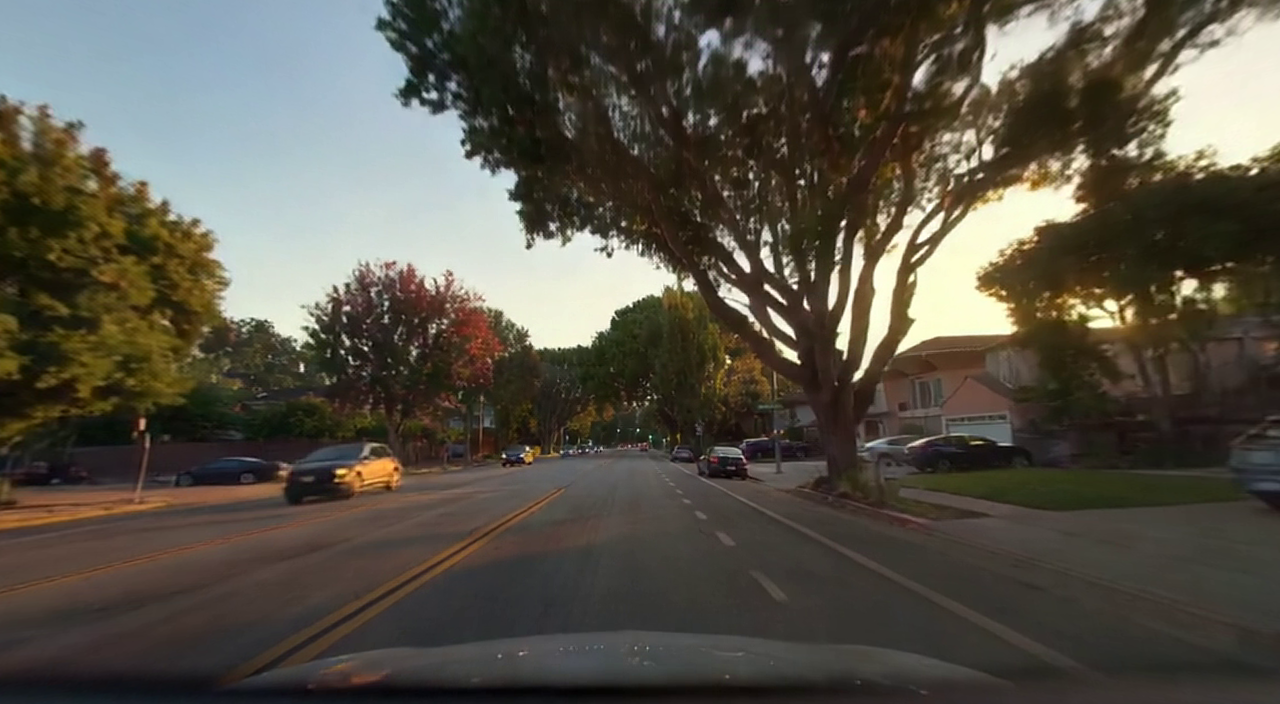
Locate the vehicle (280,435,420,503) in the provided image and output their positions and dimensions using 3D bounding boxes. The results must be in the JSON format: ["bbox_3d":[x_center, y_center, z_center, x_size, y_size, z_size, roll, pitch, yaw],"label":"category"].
[{"bbox_3d":[-8.527,3.451,19.135,2.041,1.760,4.522,0,-8,0],"label":"vehicle"}]

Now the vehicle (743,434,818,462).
[{"bbox_3d":[10.403,7.155,47.059,4.964,1.739,2.184,-3,-9,0],"label":"vehicle"}]

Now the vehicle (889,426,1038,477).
[{"bbox_3d":[11.761,3.631,23.189,4.376,1.509,1.866,-4,-8,-1],"label":"vehicle"}]

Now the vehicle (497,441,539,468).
[{"bbox_3d":[-8.522,7.204,44.554,2.090,1.748,4.345,0,-8,0],"label":"vehicle"}]

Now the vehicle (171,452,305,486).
[{"bbox_3d":[-18.778,5.472,29.664,4.880,1.500,1.965,0,-8,-2],"label":"vehicle"}]

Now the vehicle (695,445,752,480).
[{"bbox_3d":[3.753,5.048,29.237,1.991,1.500,4.562,0,-8,-1],"label":"vehicle"}]
